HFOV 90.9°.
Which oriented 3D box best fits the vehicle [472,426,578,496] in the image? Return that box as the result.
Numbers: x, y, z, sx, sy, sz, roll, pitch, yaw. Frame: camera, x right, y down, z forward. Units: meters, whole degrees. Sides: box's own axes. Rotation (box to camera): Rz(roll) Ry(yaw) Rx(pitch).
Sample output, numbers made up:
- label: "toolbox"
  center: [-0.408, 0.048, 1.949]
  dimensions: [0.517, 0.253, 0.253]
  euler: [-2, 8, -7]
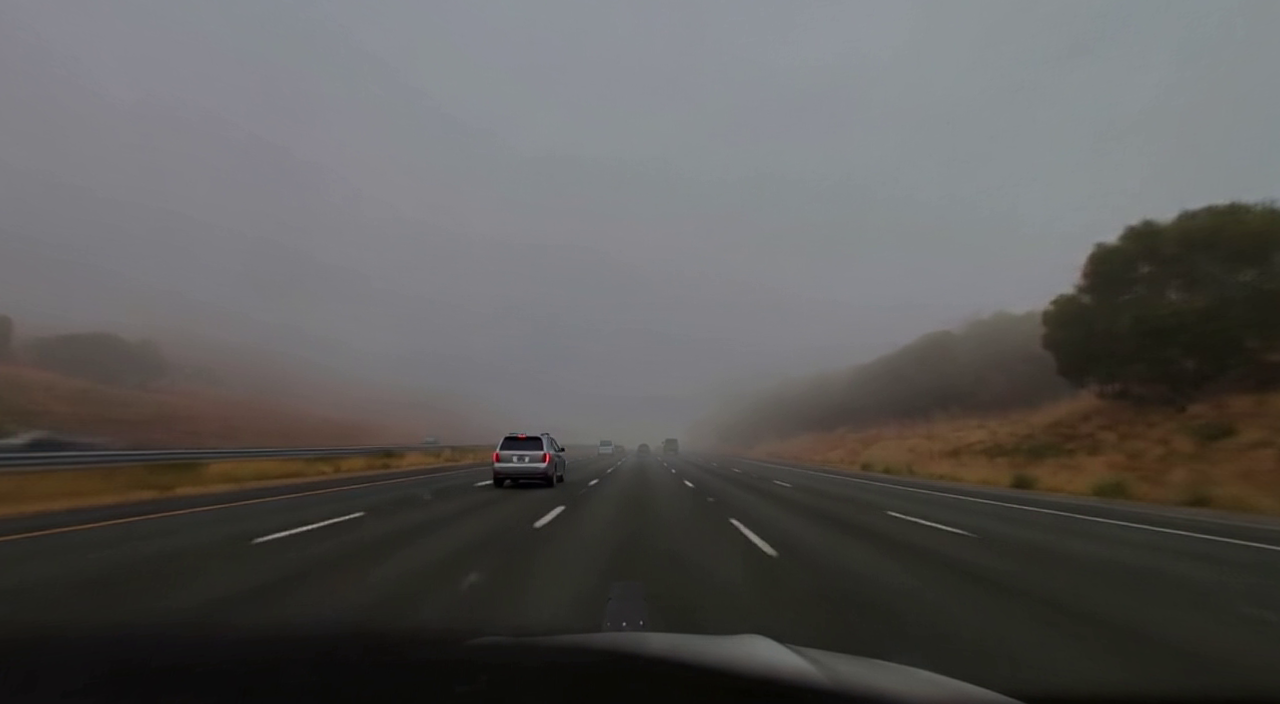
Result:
- label: "vehicle"
  center: [-3.294, 3.270, 19.190]
  dimensions: [2.218, 1.848, 4.789]
  euler: [0, -9, 1]
